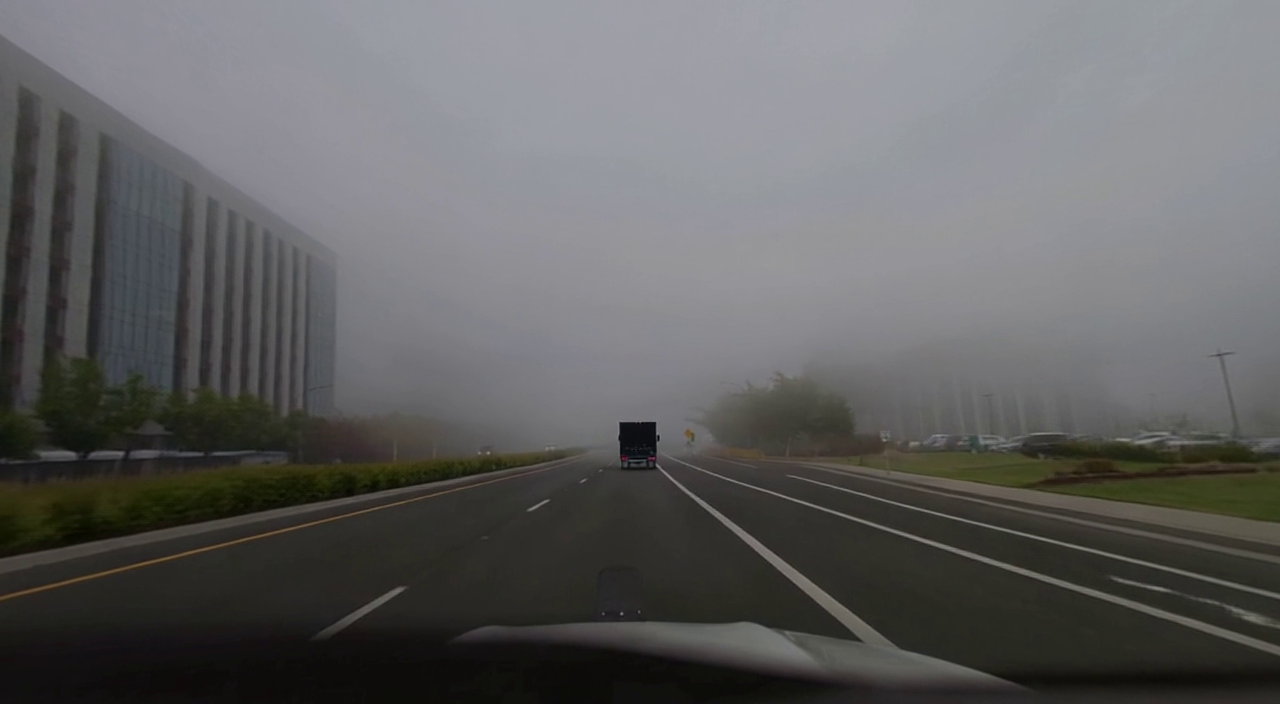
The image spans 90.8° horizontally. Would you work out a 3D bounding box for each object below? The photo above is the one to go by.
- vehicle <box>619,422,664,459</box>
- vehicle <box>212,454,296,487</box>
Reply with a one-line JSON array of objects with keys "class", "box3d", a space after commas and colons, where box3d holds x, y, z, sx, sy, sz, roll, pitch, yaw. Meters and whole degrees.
[{"class": "vehicle", "box3d": [0.009, 4.880, 34.624, 2.178, 1.829, 4.932, 0, -9, -3]}, {"class": "vehicle", "box3d": [-23.257, 7.137, 38.326, 2.014, 1.784, 4.878, 0, -9, 0]}]
